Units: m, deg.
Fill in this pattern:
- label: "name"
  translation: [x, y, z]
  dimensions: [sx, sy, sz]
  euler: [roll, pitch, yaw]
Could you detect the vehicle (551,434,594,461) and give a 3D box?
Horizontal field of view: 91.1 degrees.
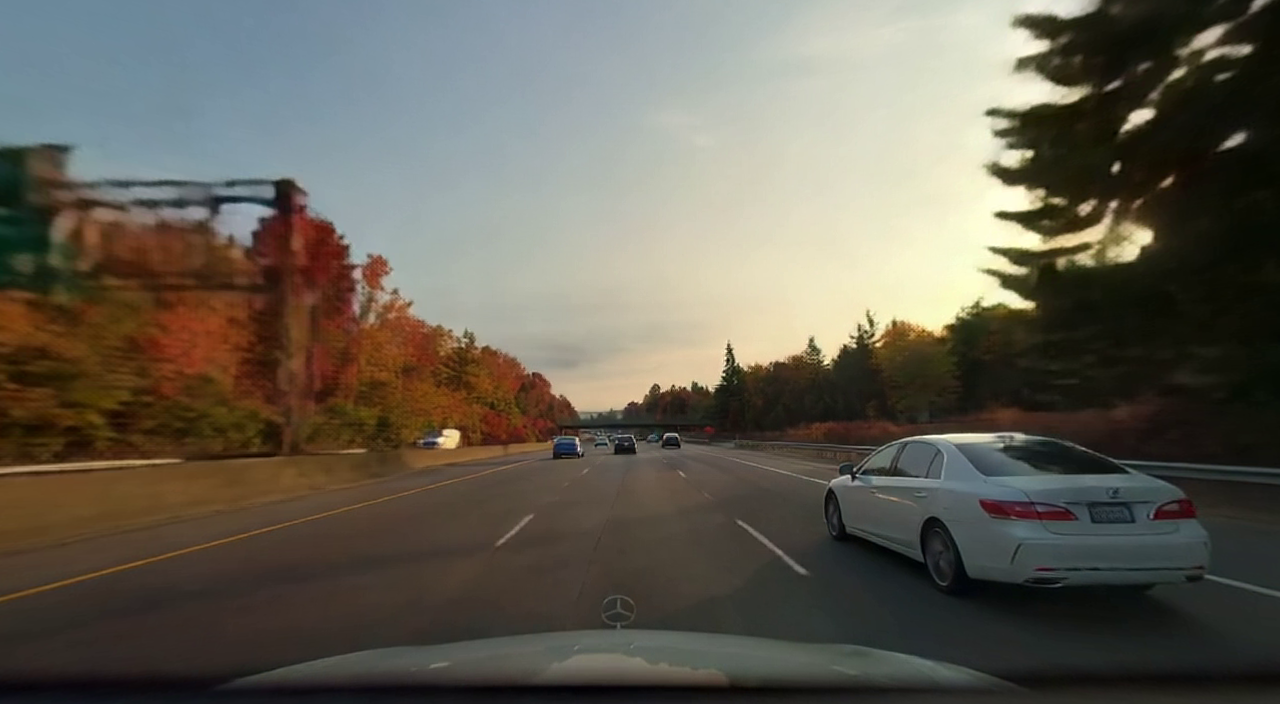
- label: "vehicle"
  translation: [-3.981, 5.693, 37.680]
  dimensions: [2.103, 1.507, 4.367]
  euler: [0, -8, 0]
